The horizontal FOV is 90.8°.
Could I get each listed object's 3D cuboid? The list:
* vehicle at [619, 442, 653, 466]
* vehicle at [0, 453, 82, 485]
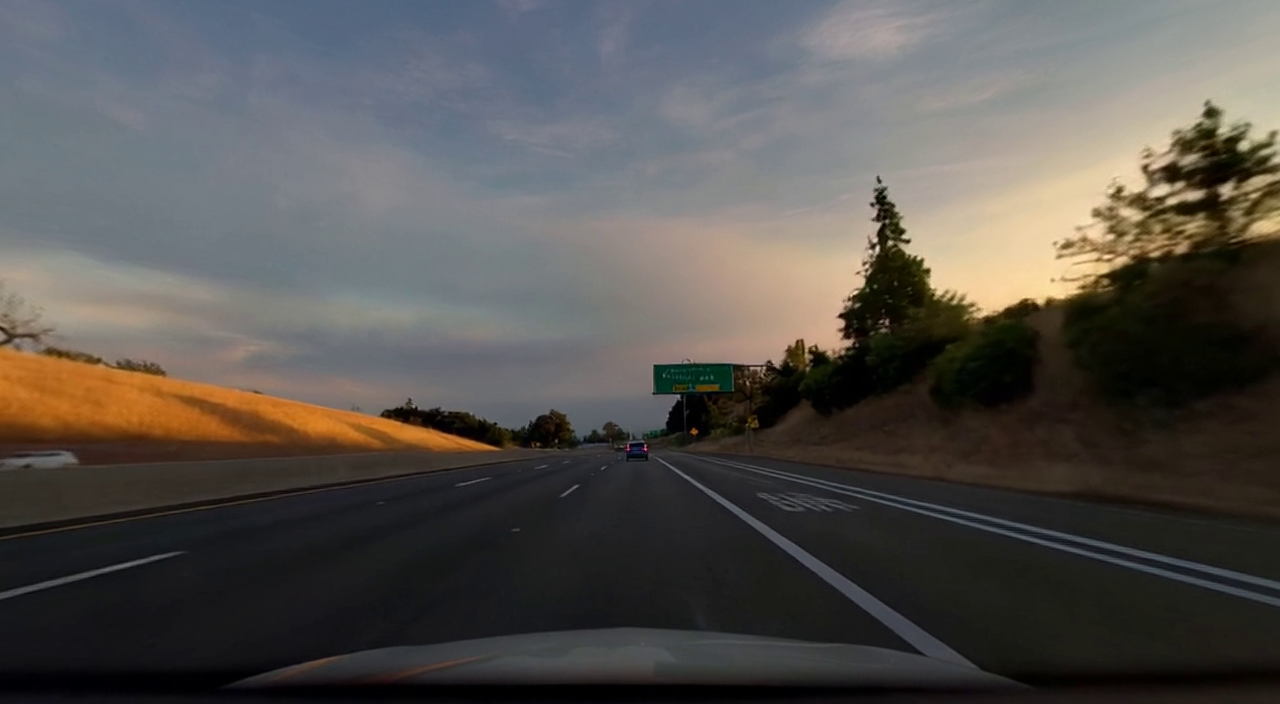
[{"bbox_3d":[-0.265,6.615,41.031,2.080,1.468,3.884,0,-8,-1],"label":"vehicle"},{"bbox_3d":[-32.437,6.130,33.334,1.771,1.470,4.664,0,-8,-1],"label":"vehicle"}]
